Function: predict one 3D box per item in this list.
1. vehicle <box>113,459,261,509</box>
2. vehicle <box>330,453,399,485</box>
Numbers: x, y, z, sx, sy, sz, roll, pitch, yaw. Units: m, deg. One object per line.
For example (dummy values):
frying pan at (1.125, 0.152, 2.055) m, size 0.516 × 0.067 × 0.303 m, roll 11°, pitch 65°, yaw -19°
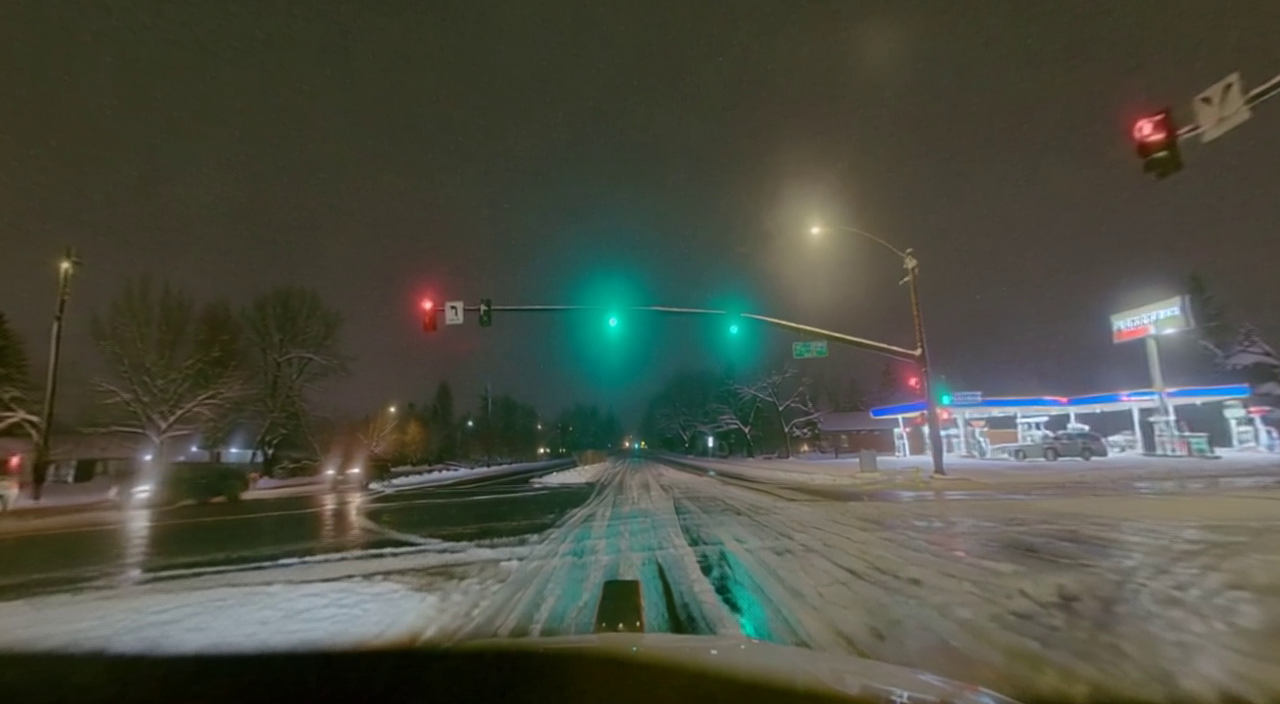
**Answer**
vehicle at (-15.337, 4.463, 21.758) m, size 1.920 × 1.434 × 4.328 m, roll 0°, pitch -9°, yaw 0°
vehicle at (-15.501, 6.588, 35.813) m, size 2.053 × 1.598 × 4.336 m, roll 0°, pitch -9°, yaw -2°
